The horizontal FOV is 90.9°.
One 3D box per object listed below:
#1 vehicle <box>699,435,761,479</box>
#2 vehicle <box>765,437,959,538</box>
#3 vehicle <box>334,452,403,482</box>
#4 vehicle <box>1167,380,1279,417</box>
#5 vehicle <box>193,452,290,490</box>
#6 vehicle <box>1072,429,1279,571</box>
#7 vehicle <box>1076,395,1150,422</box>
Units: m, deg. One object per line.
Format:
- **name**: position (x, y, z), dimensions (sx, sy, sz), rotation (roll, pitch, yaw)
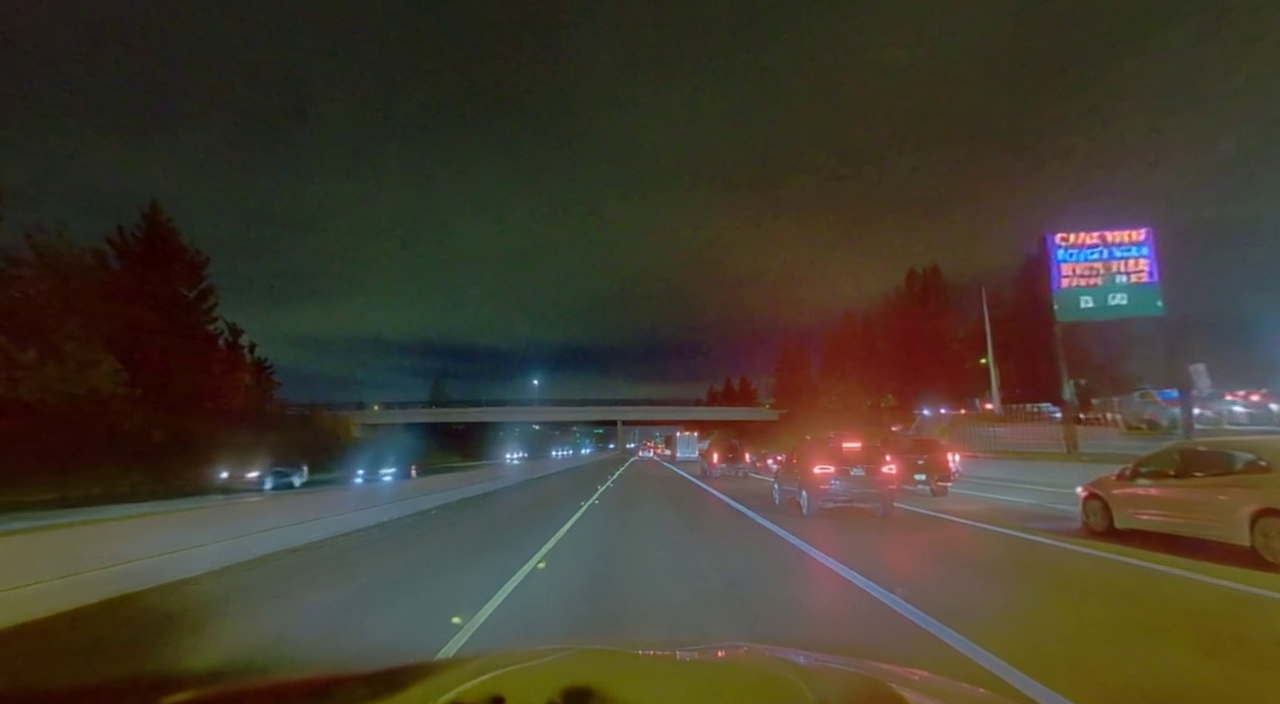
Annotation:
- **vehicle**: position (4.035, 4.803, 29.129), dimensions (2.086, 1.858, 4.737), rotation (0, -8, -1)
- **vehicle**: position (3.736, 2.342, 11.618), dimensions (1.902, 1.481, 4.451), rotation (0, -8, -1)
- **vehicle**: position (-15.000, 6.370, 35.116), dimensions (1.928, 1.479, 4.149), rotation (0, -8, 1)
- **vehicle**: position (33.937, 2.787, 36.899), dimensions (2.131, 1.840, 4.870), rotation (-1, -8, 4)
- **vehicle**: position (-19.167, 5.713, 30.607), dimensions (1.870, 1.672, 4.349), rotation (0, -8, 0)
- **vehicle**: position (7.700, 1.696, 7.572), dimensions (1.919, 1.476, 4.303), rotation (0, -8, 0)
- **vehicle**: position (35.259, 4.252, 47.185), dimensions (2.024, 1.757, 4.696), rotation (-1, -8, 3)
